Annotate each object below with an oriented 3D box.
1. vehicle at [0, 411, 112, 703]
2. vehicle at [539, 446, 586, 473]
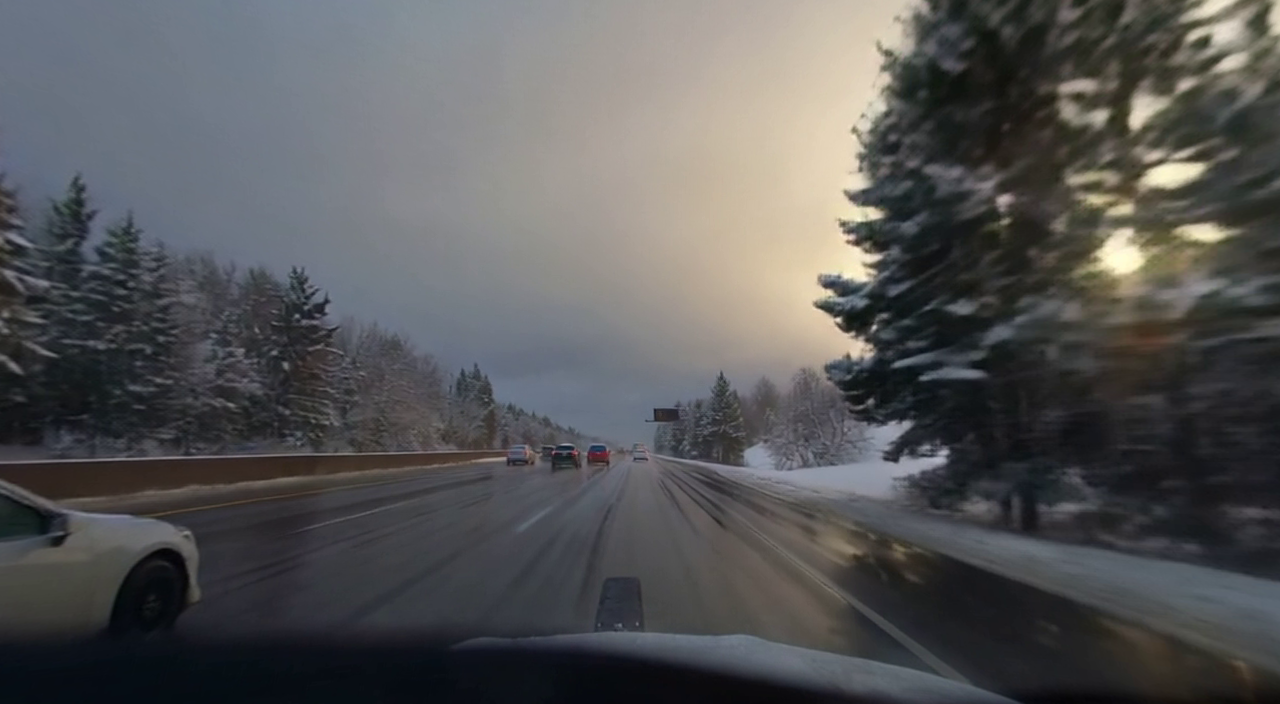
[{"bbox_3d":[-3.770,0.740,1.001,1.965,1.485,4.460,0,-9,0],"label":"vehicle"},{"bbox_3d":[-4.319,6.112,35.936,2.120,1.458,4.031,0,-9,1],"label":"vehicle"}]
